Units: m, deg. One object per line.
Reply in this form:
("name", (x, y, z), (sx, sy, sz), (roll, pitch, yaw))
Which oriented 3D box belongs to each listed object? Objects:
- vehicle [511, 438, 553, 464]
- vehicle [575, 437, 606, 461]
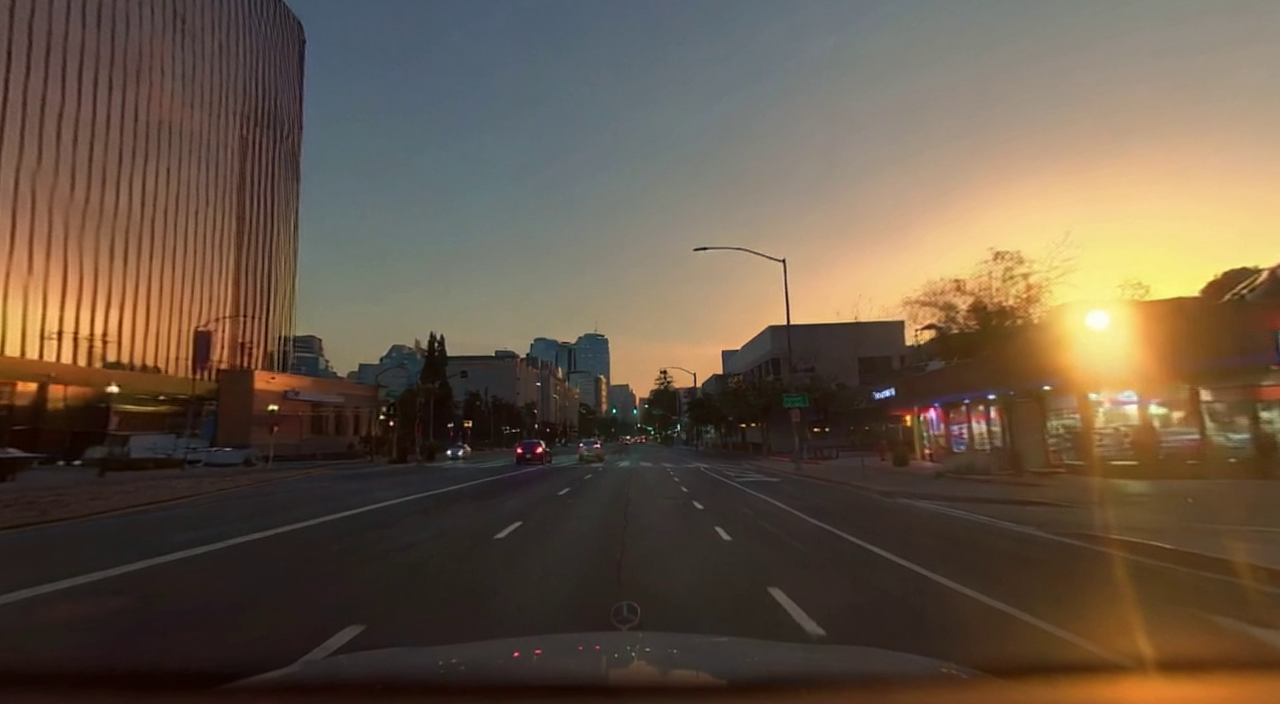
("vehicle", (-6.975, 6.444, 41.366), (1.909, 1.605, 4.561), (0, -8, 1))
("vehicle", (-3.789, 7.514, 49.030), (2.052, 1.729, 4.195), (0, -8, 0))
